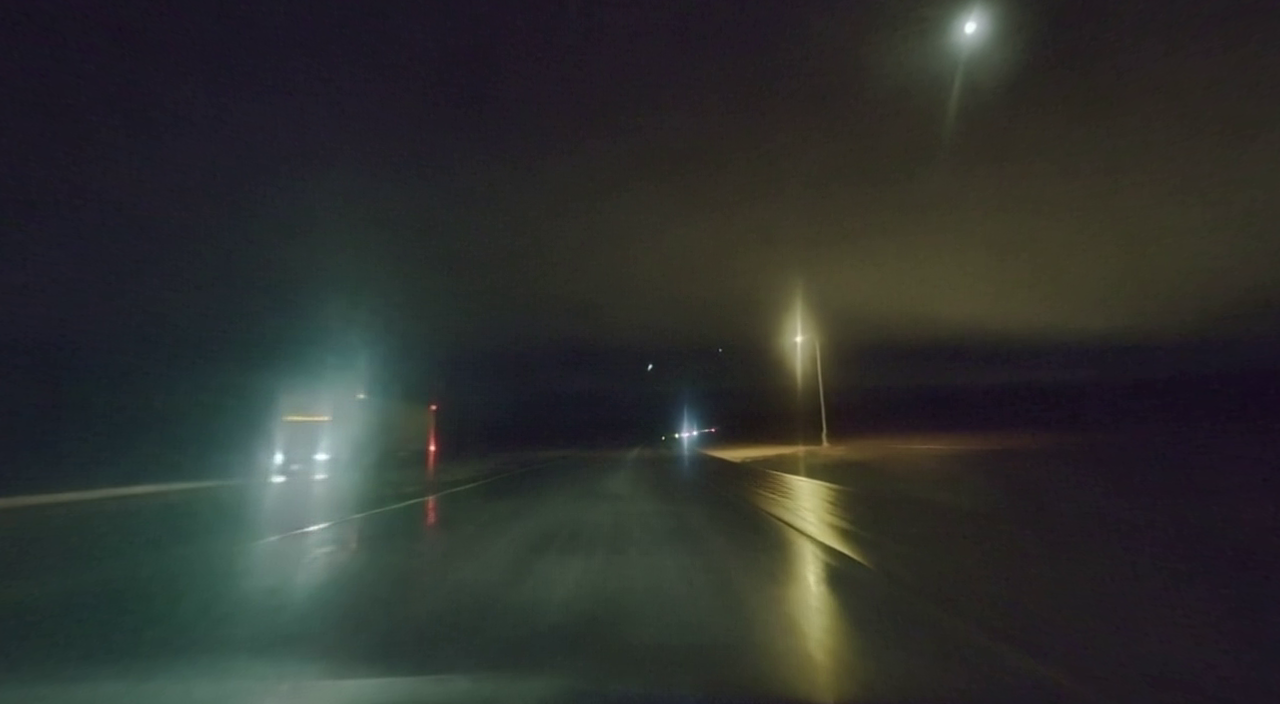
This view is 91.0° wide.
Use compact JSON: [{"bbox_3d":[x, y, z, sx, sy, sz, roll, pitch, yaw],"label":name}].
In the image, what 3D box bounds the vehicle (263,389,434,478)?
[{"bbox_3d":[-15.831,4.775,36.291,3.282,4.100,13.995,0,-8,0],"label":"vehicle"}]
